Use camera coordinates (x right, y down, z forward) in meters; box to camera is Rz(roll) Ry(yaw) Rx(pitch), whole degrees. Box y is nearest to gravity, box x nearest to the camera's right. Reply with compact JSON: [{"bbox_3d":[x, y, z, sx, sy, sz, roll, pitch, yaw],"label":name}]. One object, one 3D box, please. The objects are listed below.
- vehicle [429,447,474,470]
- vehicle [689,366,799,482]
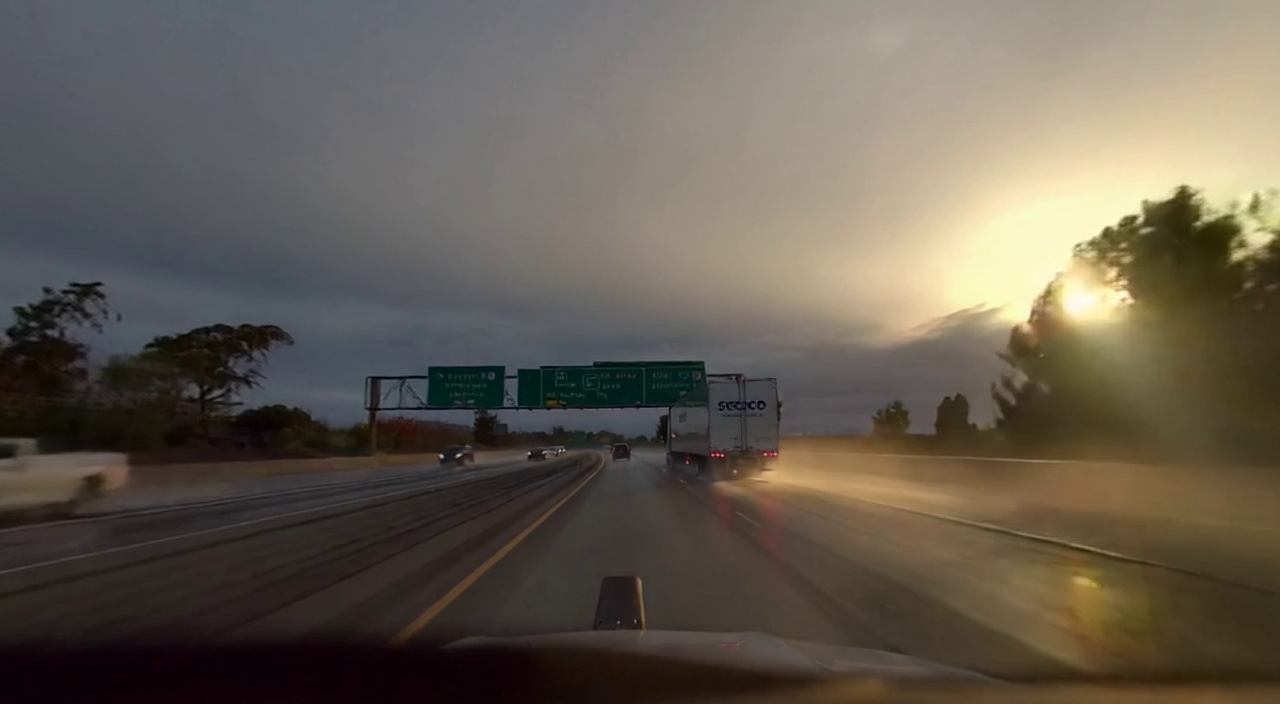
[{"bbox_3d":[-14.179,8.020,47.514,1.981,1.654,4.727,-1,-9,0],"label":"vehicle"},{"bbox_3d":[3.877,3.068,25.649,2.892,3.928,8.380,0,-9,-1],"label":"vehicle"}]
